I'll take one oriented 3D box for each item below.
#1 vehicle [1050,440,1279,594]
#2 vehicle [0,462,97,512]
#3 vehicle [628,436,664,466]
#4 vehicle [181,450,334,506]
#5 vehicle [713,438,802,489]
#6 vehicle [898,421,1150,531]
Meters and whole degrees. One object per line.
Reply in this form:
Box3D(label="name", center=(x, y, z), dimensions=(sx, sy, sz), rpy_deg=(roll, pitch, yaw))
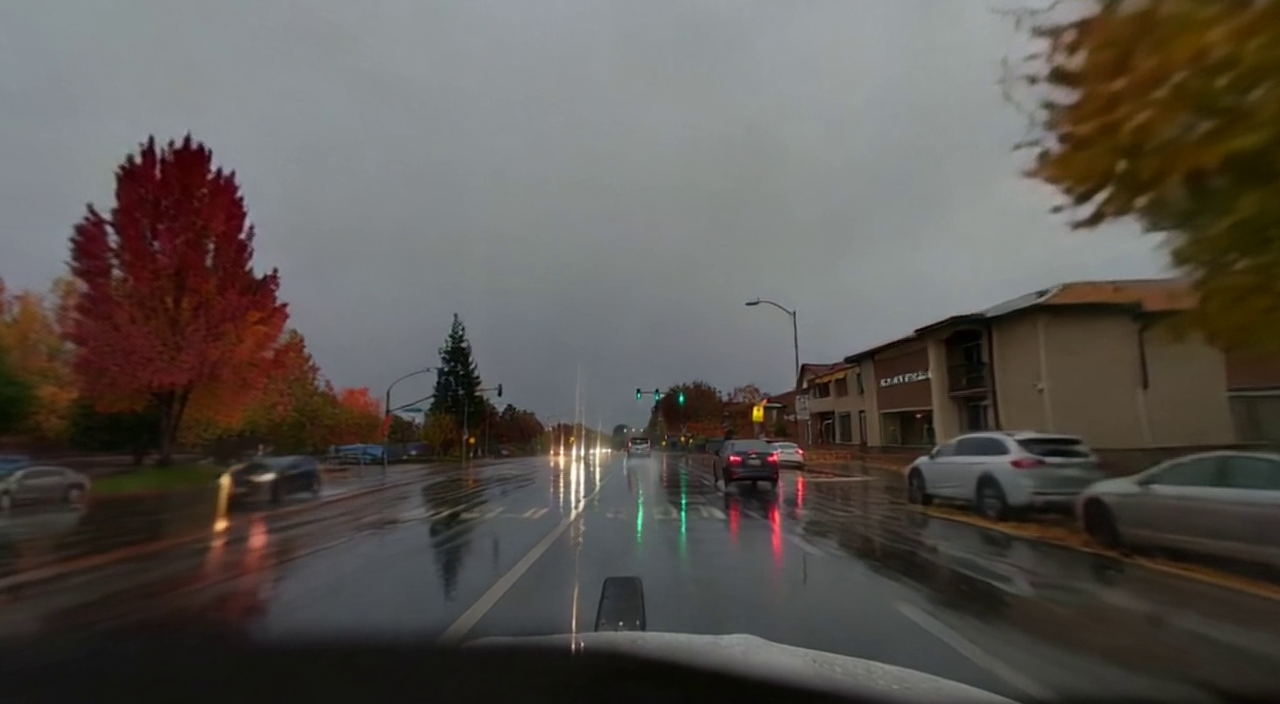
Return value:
Box3D(label="vehicle", center=(7.208, 1.784, 7.297), dimensions=(1.928, 1.480, 4.464), rpy_deg=(0, -8, 1))
Box3D(label="vehicle", center=(-22.130, 4.688, 22.029), dimensions=(1.930, 1.542, 4.817), rpy_deg=(0, -8, 0))
Box3D(label="vehicle", center=(0.377, 6.472, 41.405), dimensions=(2.239, 1.856, 4.815), rpy_deg=(0, -8, 0))
Box3D(label="vehicle", center=(-11.844, 3.877, 19.961), dimensions=(1.988, 1.508, 4.650), rpy_deg=(0, -8, -1))
Box3D(label="vehicle", center=(3.848, 3.722, 21.430), dimensions=(2.178, 1.546, 4.311), rpy_deg=(0, -8, 0))
Box3D(label="vehicle", center=(7.395, 2.420, 12.952), dimensions=(2.128, 1.804, 4.825), rpy_deg=(0, -8, 0))
